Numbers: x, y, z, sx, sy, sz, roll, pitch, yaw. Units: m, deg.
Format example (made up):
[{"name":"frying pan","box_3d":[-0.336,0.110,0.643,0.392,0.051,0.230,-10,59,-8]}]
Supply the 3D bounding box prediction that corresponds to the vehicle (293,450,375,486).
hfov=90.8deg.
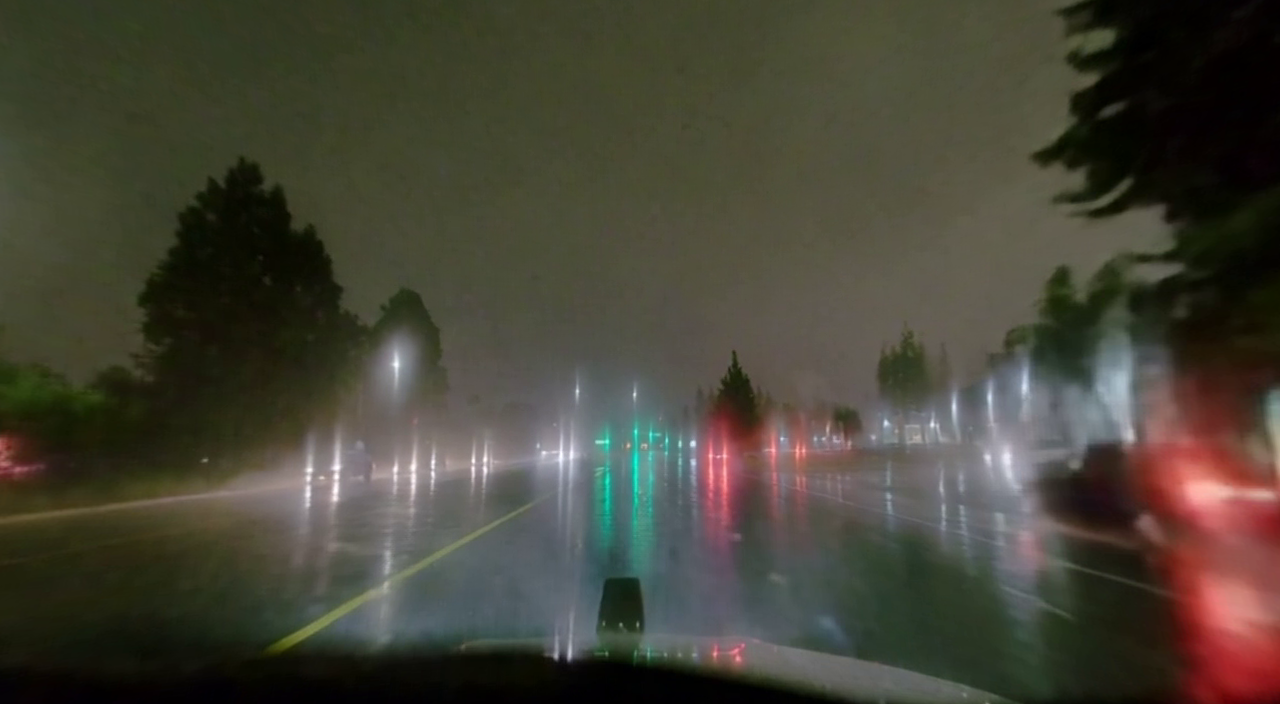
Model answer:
[{"name":"vehicle","box_3d":[-17.761,6.708,37.043,1.999,1.875,5.842,0,-8,-1]}]

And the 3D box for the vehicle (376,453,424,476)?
[{"name":"vehicle","box_3d":[-17.928,8.400,47.405,1.851,1.563,4.336,0,-9,0]}]

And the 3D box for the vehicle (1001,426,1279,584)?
[{"name":"vehicle","box_3d":[7.245,1.872,8.634,1.838,1.554,4.607,0,-9,-1]}]
